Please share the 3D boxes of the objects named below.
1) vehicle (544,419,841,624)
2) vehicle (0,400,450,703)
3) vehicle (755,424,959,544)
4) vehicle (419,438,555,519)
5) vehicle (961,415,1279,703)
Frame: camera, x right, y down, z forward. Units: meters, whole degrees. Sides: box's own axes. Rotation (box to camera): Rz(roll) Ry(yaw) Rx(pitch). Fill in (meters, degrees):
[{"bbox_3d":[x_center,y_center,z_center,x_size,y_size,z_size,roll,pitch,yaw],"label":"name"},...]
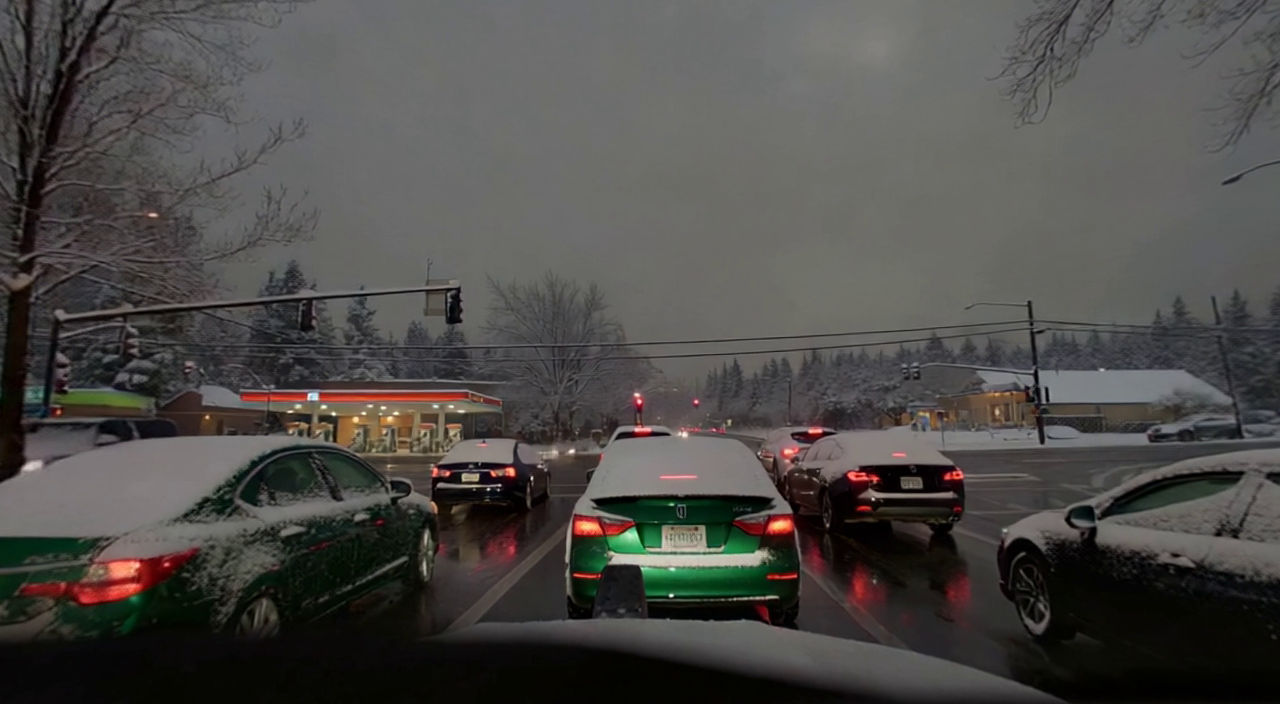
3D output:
[{"bbox_3d":[0.336,1.590,6.934,2.220,1.507,4.317,0,-9,-2],"label":"vehicle"},{"bbox_3d":[-3.017,1.259,4.606,1.887,1.493,4.255,0,-9,0],"label":"vehicle"},{"bbox_3d":[3.367,2.129,10.773,1.947,1.630,4.127,0,-9,-1],"label":"vehicle"},{"bbox_3d":[-3.092,2.640,13.688,1.867,1.474,4.237,0,-9,0],"label":"vehicle"},{"bbox_3d":[4.167,1.144,3.643,1.950,1.497,4.686,0,-9,-3],"label":"vehicle"}]
